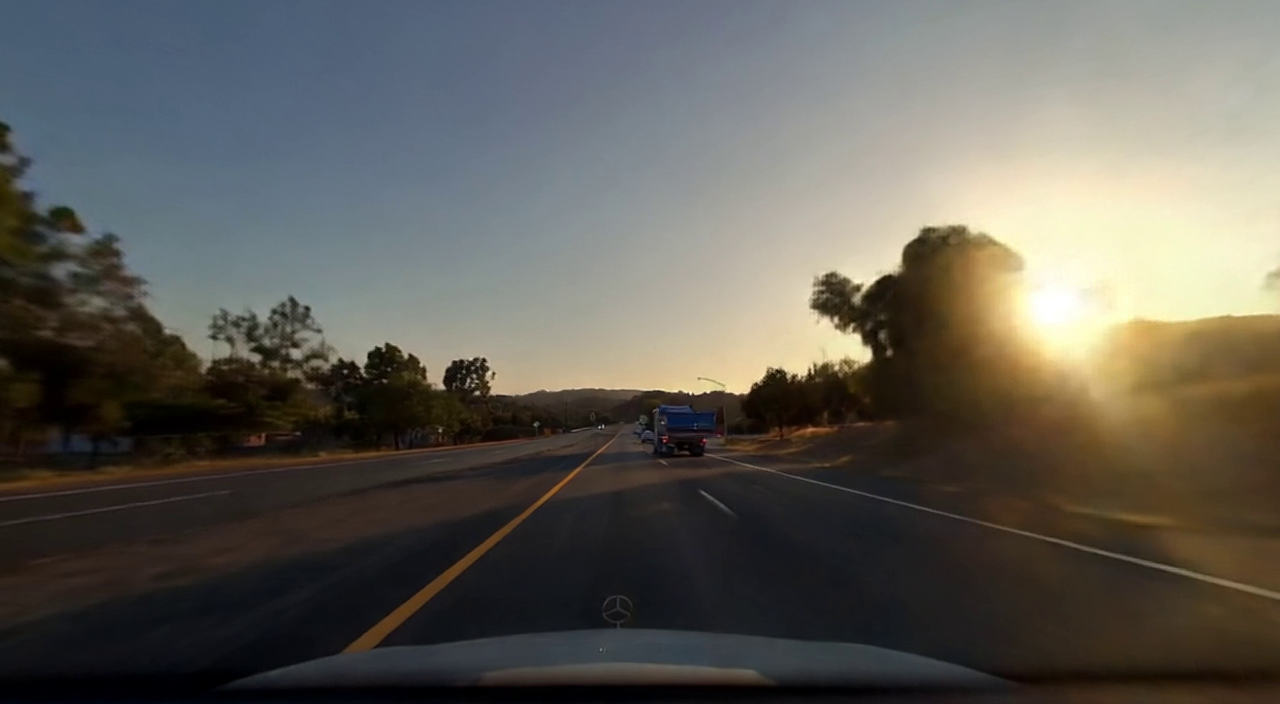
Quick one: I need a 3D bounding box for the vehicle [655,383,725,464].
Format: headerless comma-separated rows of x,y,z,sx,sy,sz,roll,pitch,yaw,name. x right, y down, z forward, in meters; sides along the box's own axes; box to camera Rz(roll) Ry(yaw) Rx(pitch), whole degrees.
2.512,4.024,34.635,2.949,3.877,8.528,0,-8,-2,vehicle
